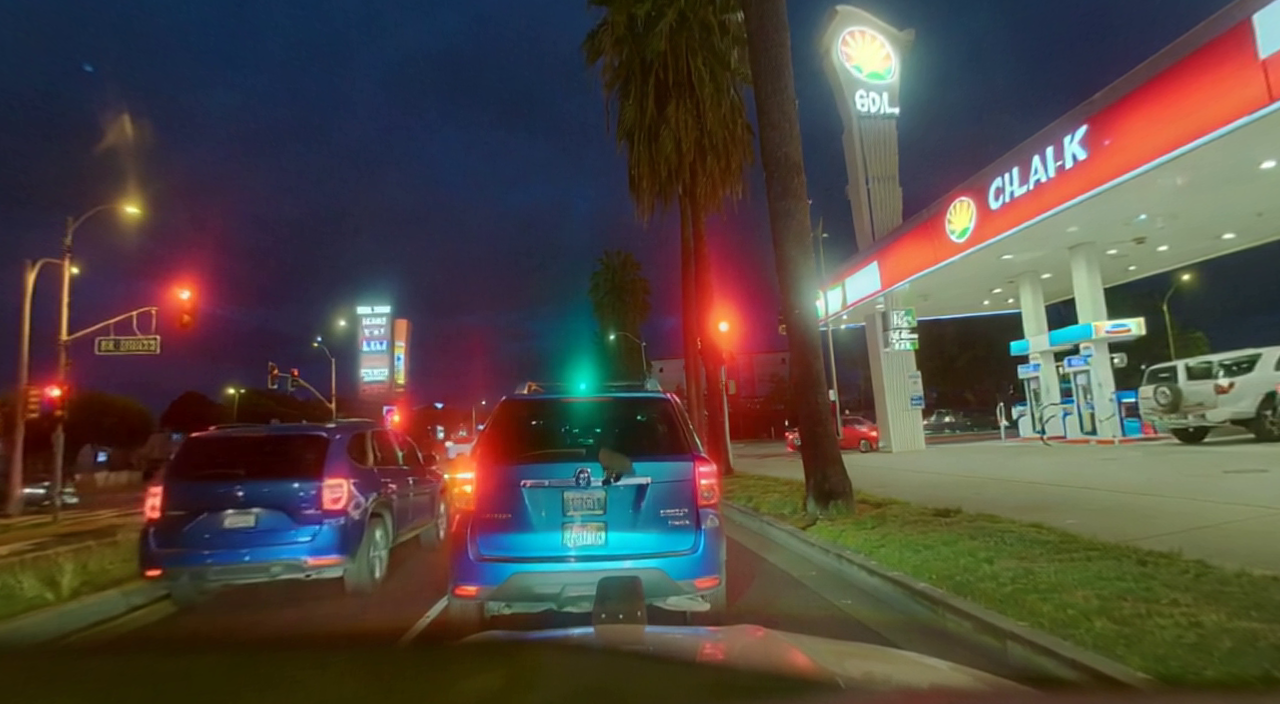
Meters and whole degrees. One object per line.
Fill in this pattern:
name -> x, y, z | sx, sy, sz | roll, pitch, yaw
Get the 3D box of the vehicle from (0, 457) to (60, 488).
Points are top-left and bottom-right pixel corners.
vehicle -> -43.119, 8.415, 44.016 | 1.951, 1.752, 3.911 | -6, -5, -4

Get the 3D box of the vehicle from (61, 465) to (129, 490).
vehicle -> -38.260, 8.789, 44.465 | 2.008, 1.528, 3.242 | 0, -8, -6

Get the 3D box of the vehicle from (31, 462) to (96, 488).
vehicle -> -40.613, 8.637, 44.582 | 1.568, 1.425, 3.415 | -5, -6, -5

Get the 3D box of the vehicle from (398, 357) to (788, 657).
vehicle -> -0.470, 1.340, 6.601 | 2.519, 1.913, 4.819 | 0, -8, -5

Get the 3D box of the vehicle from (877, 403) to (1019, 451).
vehicle -> 13.432, 3.326, 27.797 | 5.033, 1.999, 2.259 | 0, -8, -4

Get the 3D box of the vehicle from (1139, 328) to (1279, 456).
vehicle -> 9.994, 0.630, 8.855 | 4.374, 1.571, 1.963 | 0, -8, -4

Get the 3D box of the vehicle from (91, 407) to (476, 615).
vehicle -> -3.598, 1.683, 7.821 | 2.097, 1.692, 5.030 | 0, -8, -4
